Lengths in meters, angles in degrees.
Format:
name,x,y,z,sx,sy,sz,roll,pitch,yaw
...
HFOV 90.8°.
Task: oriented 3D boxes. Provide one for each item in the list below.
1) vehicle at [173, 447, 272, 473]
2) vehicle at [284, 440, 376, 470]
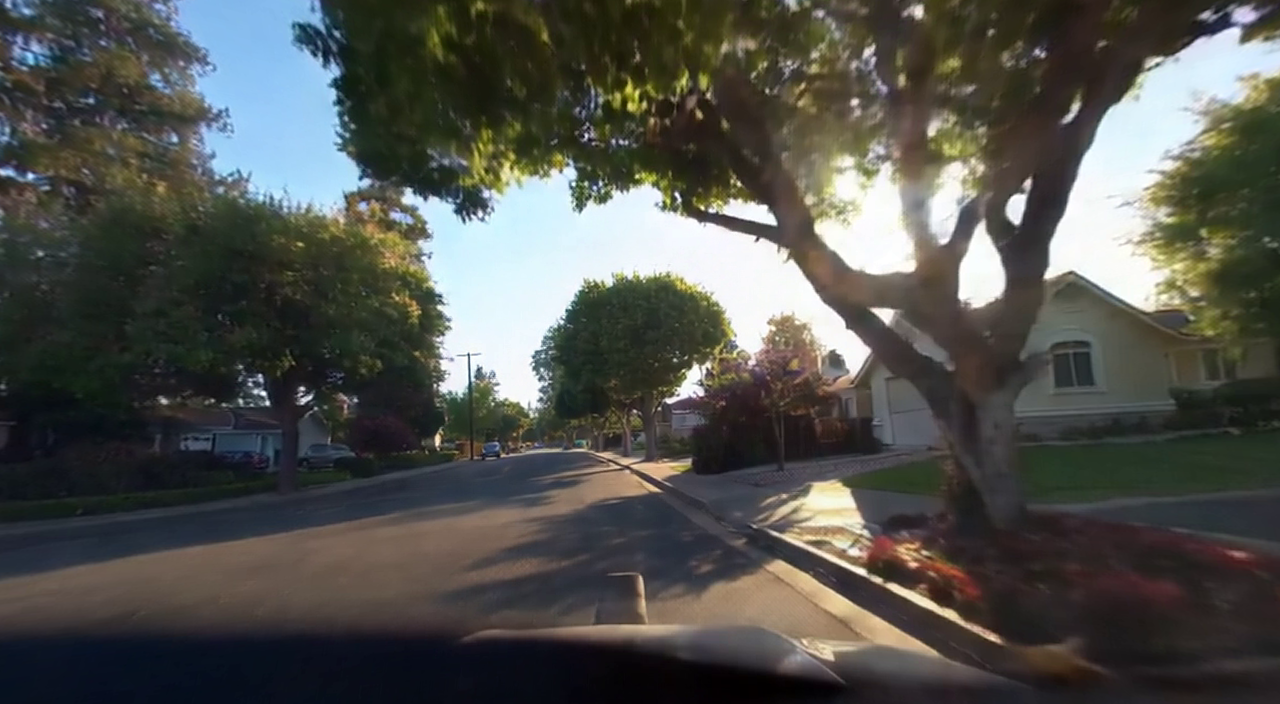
name,x,y,z,sx,sy,sz,roll,pitch,yaw
vehicle,-25.052,6.489,38.060,4.531,1.470,1.855,0,-9,-4
vehicle,-18.746,6.242,38.378,4.559,1.745,1.918,1,-9,-8
